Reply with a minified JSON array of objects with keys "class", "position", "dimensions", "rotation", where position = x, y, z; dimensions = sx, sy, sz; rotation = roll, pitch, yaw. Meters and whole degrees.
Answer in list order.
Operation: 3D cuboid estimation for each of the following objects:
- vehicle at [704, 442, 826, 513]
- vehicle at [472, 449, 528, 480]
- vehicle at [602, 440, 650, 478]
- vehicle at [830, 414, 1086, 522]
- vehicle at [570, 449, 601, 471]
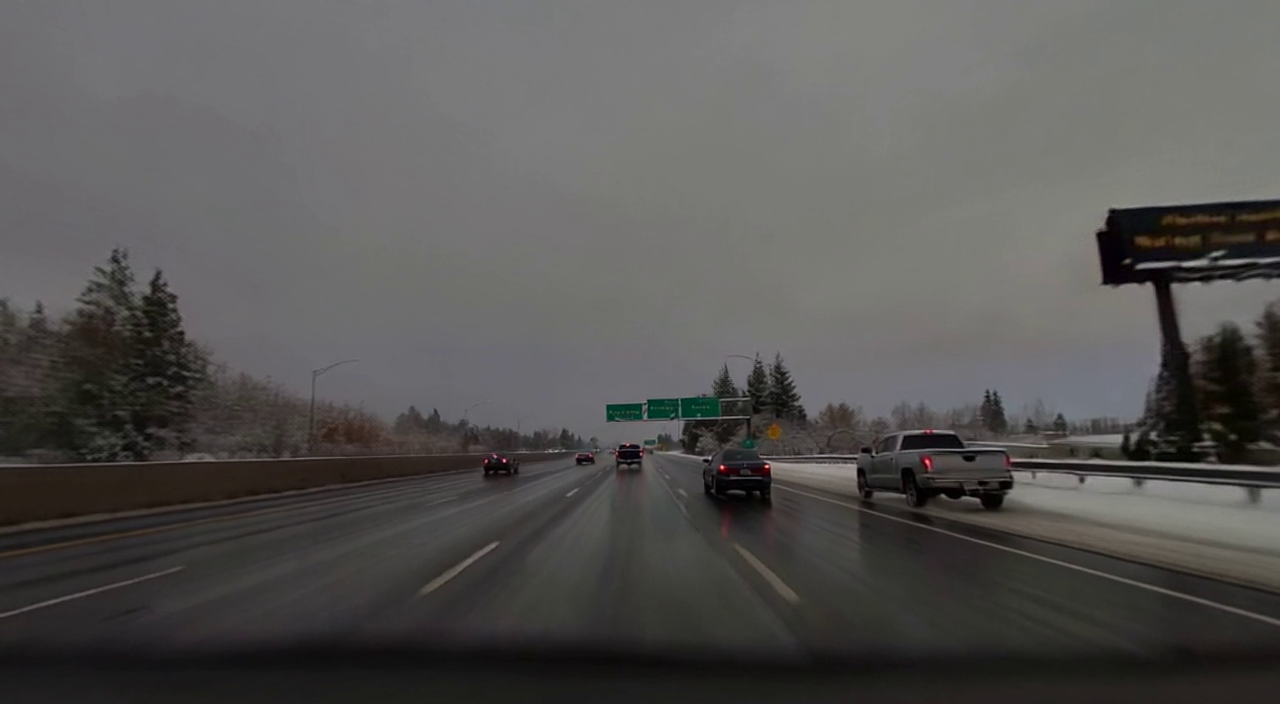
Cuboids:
[{"class":"vehicle","position":[2.848,2.958,15.455],"dimensions":[2.011,1.462,4.286],"rotation":[0,-8,-1]},{"class":"vehicle","position":[-7.188,5.810,32.861],"dimensions":[1.920,1.482,4.385],"rotation":[0,-8,0]},{"class":"vehicle","position":[-0.693,5.535,32.890],"dimensions":[2.323,1.805,4.729],"rotation":[0,-9,0]},{"class":"vehicle","position":[6.574,2.508,14.278],"dimensions":[2.635,1.919,5.907],"rotation":[0,-8,-1]},{"class":"vehicle","position":[-4.036,8.044,47.294],"dimensions":[1.935,1.487,4.076],"rotation":[0,-8,0]}]
